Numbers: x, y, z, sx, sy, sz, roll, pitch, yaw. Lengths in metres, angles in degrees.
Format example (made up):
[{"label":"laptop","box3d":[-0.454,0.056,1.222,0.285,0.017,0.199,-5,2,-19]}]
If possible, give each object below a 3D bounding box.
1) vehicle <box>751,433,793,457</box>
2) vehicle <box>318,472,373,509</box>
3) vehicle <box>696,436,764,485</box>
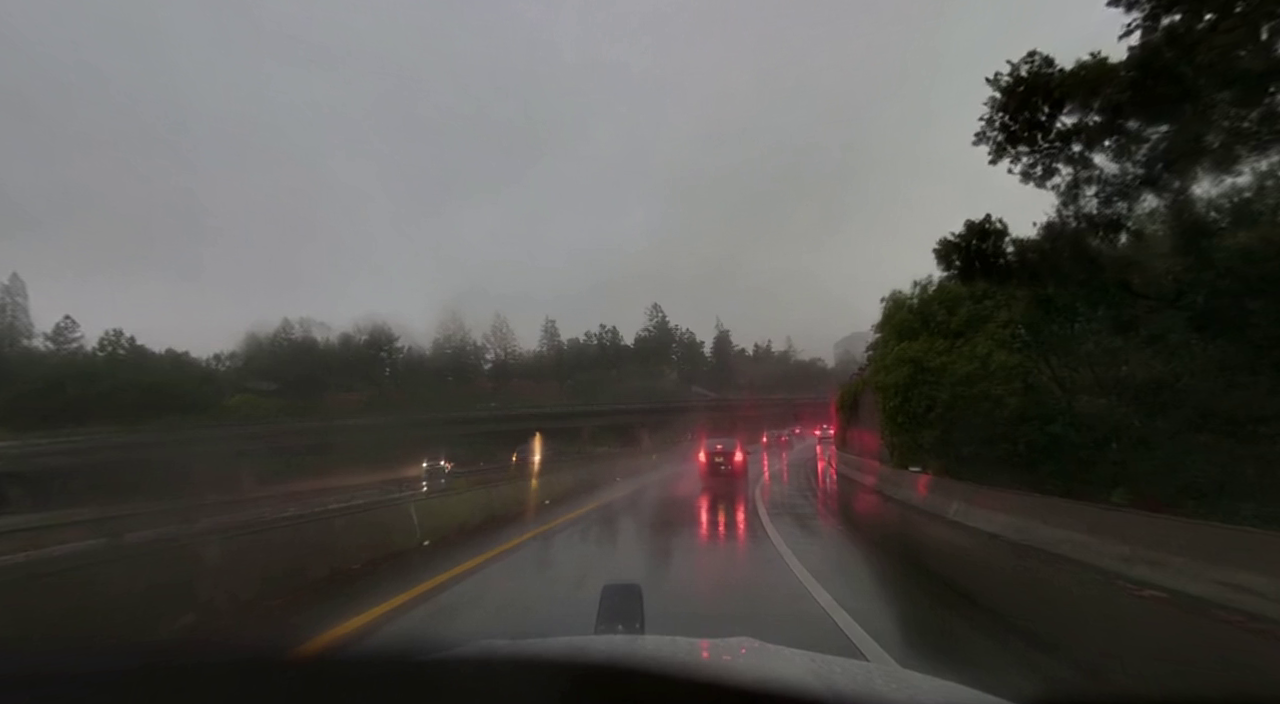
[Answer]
[{"label":"vehicle","box3d":[8.792,6.156,41.751,2.078,1.474,4.165,-3,-9,20]},{"label":"vehicle","box3d":[-14.076,6.594,30.231,1.781,1.443,3.939,2,-9,-17]},{"label":"vehicle","box3d":[3.219,3.717,21.889,2.091,1.482,4.321,-2,-9,11]}]
